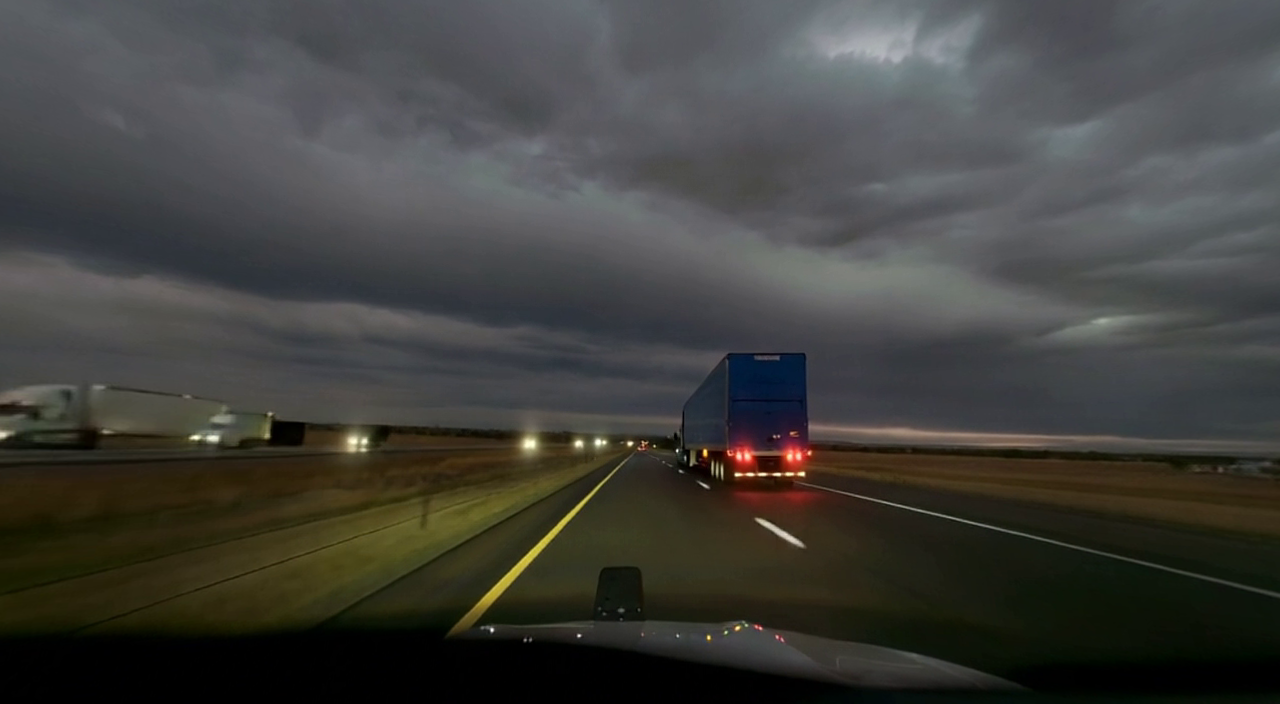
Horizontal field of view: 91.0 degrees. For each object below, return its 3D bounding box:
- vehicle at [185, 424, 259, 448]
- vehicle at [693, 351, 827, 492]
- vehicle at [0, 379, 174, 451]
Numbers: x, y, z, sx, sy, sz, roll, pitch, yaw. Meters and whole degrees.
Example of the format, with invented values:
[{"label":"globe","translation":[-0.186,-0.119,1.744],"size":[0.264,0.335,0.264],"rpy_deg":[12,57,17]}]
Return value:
[{"label":"vehicle","translation":[-29.273,5.948,44.297],"size":[1.998,1.559,4.581],"rpy_deg":[0,-9,1]},{"label":"vehicle","translation":[4.082,3.027,25.201],"size":[2.818,4.206,12.987],"rpy_deg":[0,-9,0]},{"label":"vehicle","translation":[-33.536,4.074,38.509],"size":[2.998,3.840,8.986],"rpy_deg":[0,-9,0]}]
